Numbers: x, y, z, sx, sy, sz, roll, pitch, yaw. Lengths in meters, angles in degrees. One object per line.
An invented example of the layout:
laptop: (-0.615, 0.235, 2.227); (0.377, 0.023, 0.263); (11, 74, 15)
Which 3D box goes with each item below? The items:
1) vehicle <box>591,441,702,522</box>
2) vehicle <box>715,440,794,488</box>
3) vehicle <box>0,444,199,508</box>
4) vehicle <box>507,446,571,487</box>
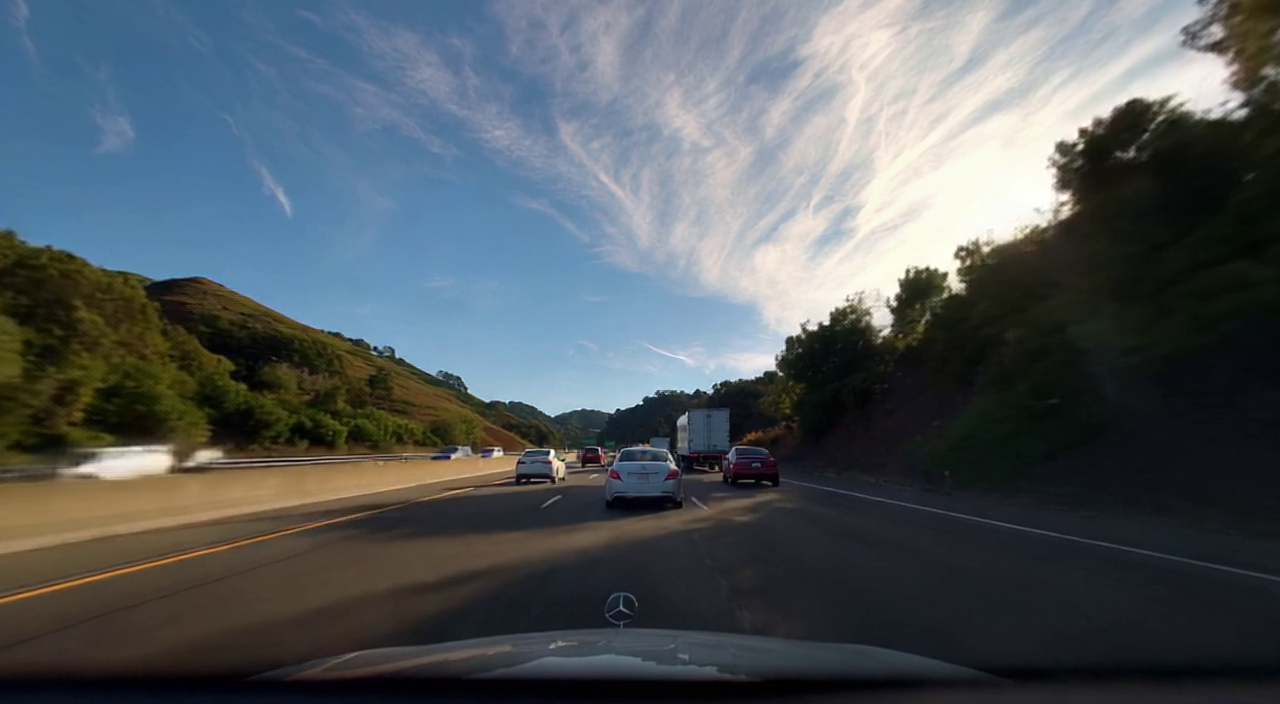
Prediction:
vehicle: (0.121, 2.686, 13.521); (2.041, 1.484, 3.535); (0, -9, 0)
vehicle: (4.101, 4.111, 23.340); (2.029, 1.579, 4.484); (0, -9, -1)
vehicle: (-15.516, 3.496, 18.221); (1.959, 1.574, 4.844); (0, -9, 1)
vehicle: (-3.956, 4.537, 25.295); (1.848, 1.486, 3.832); (-1, -9, 2)
